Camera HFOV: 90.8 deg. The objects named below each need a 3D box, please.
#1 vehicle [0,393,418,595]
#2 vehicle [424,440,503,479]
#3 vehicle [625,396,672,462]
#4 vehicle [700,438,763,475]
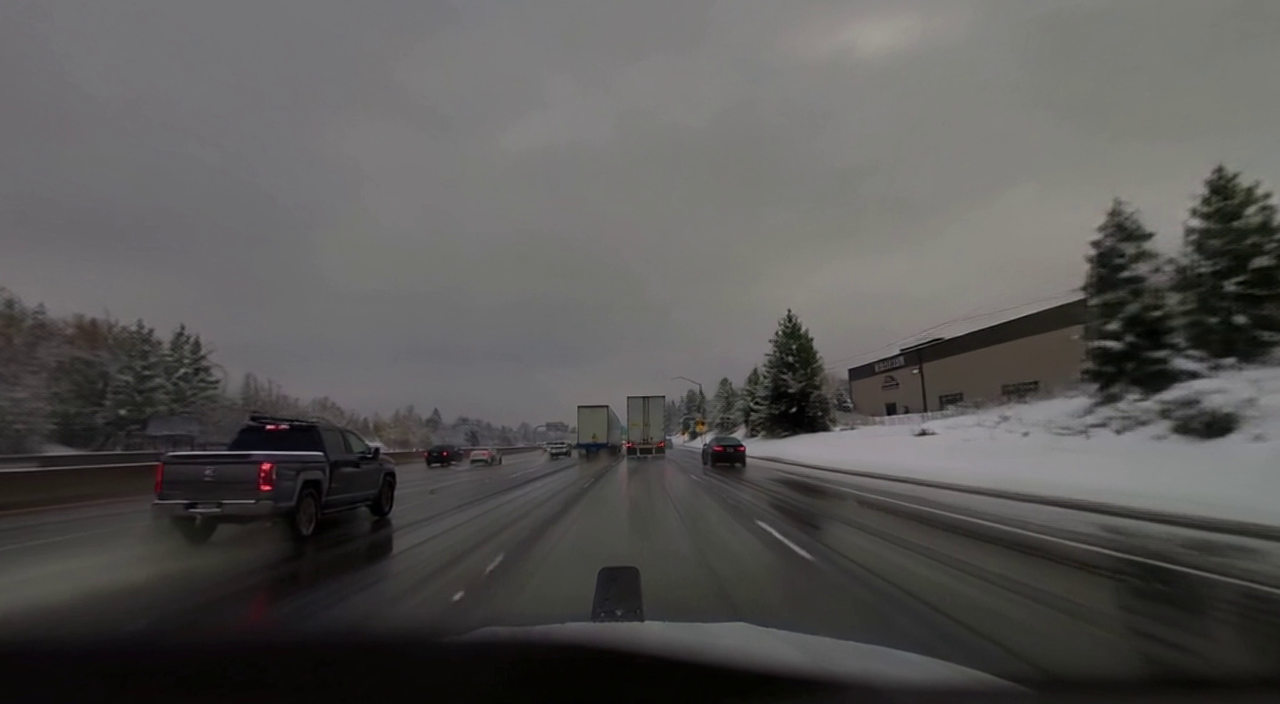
[{"bbox_3d":[-4.692,1.565,7.808,2.122,1.754,4.379,0,-9,3],"label":"vehicle"},{"bbox_3d":[-7.186,4.410,26.251,1.891,1.460,4.506,0,-8,1],"label":"vehicle"},{"bbox_3d":[0.514,5.631,44.906,2.969,4.104,10.906,0,-9,0],"label":"vehicle"},{"bbox_3d":[3.845,4.458,27.230,2.006,1.452,4.246,0,-9,-1],"label":"vehicle"}]
